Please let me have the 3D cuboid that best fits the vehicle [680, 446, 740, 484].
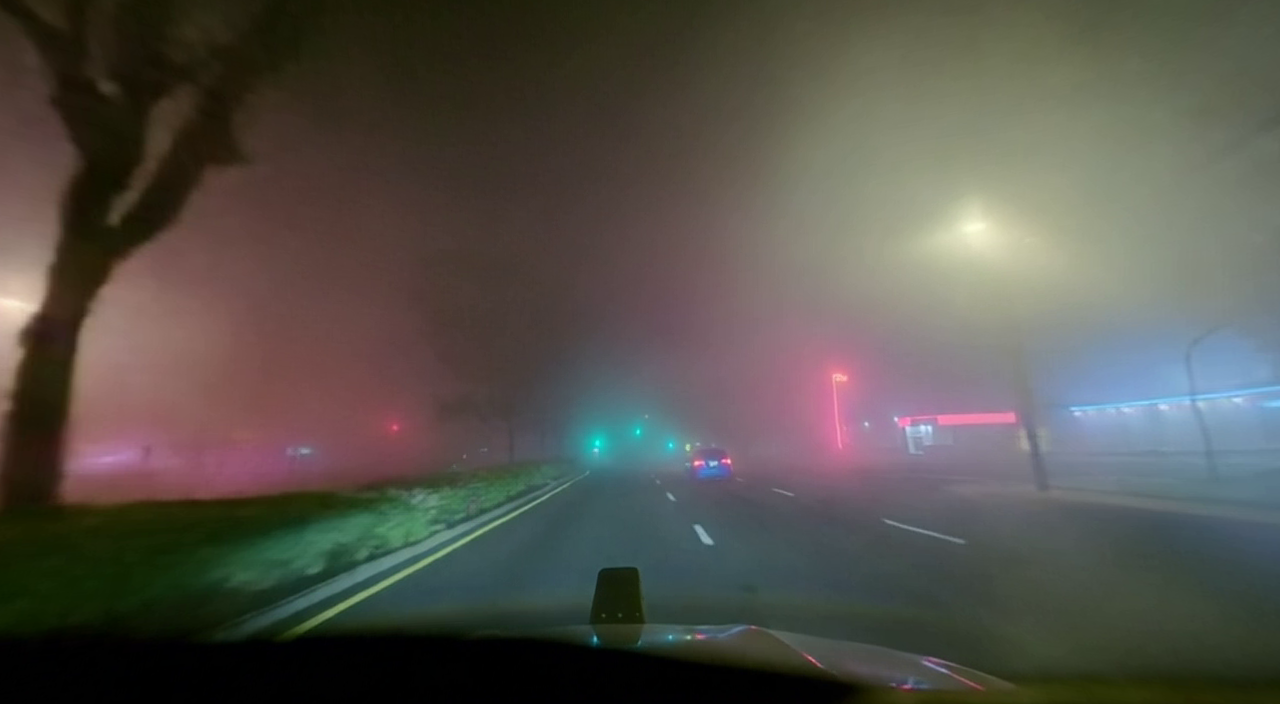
[{"bbox_3d":[2.802,4.659,26.394,1.929,1.411,4.284,0,-9,-1],"label":"vehicle"}]
